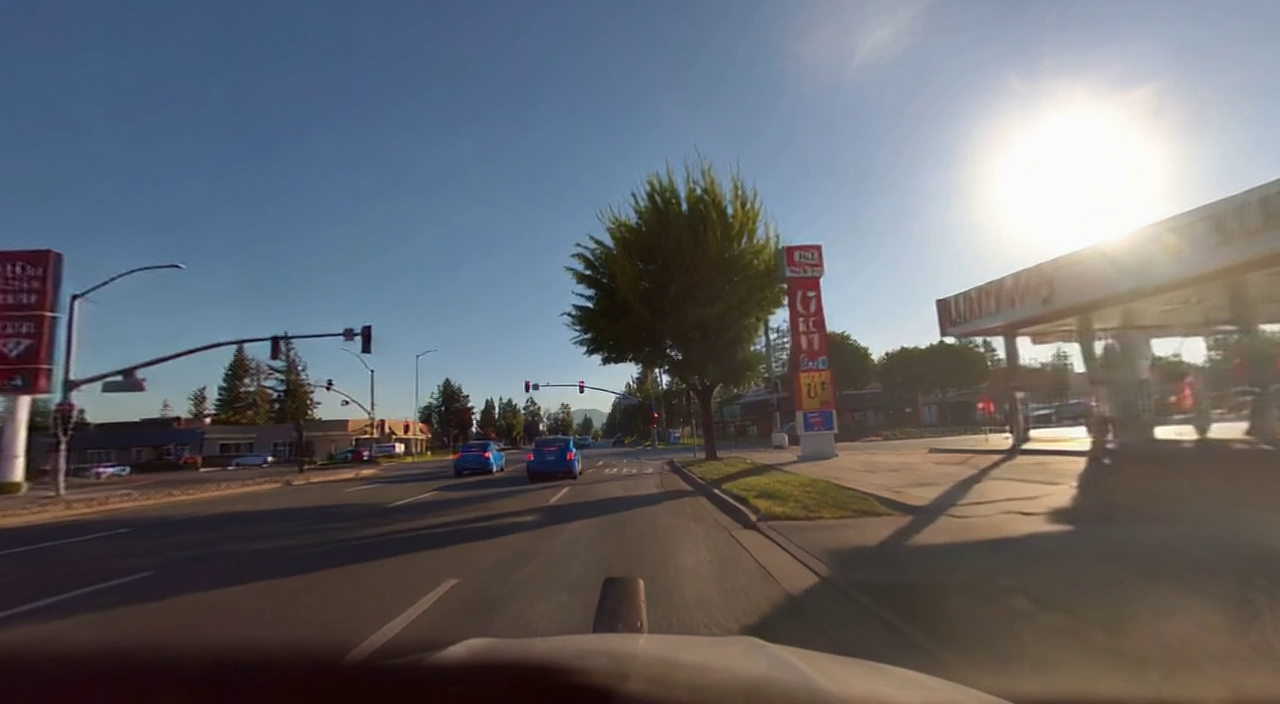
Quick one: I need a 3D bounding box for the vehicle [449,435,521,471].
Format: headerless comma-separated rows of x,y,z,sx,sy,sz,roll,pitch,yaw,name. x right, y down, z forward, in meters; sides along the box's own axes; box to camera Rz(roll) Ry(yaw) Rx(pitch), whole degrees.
-6.682,4.411,27.685,1.966,1.439,4.161,0,-8,2,vehicle

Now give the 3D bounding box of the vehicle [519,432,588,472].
-3.371,4.031,25.642,2.054,1.449,4.772,0,-8,1,vehicle
